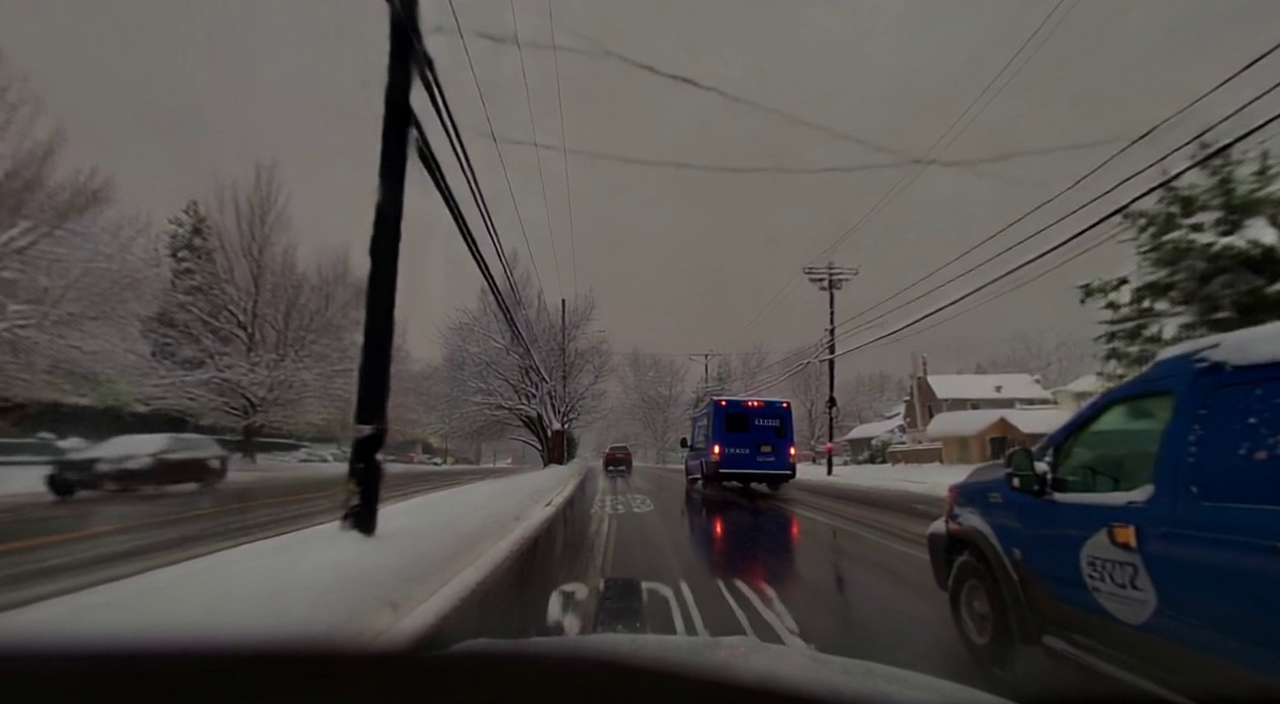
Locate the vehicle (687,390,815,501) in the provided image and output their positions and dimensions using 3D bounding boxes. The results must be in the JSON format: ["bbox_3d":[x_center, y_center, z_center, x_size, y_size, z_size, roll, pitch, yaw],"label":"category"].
[{"bbox_3d":[2.946,2.689,18.420,2.406,2.687,5.521,0,-8,-3],"label":"vehicle"}]

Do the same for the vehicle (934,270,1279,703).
[{"bbox_3d":[3.419,0.667,2.316,2.194,1.922,4.822,0,-8,-2],"label":"vehicle"}]

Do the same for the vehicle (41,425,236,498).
[{"bbox_3d":[-13.276,2.903,17.137,1.909,1.705,4.126,0,-8,-1],"label":"vehicle"}]

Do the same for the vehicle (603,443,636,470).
[{"bbox_3d":[-1.444,6.999,42.735,2.114,1.707,3.725,0,-8,-4],"label":"vehicle"}]
